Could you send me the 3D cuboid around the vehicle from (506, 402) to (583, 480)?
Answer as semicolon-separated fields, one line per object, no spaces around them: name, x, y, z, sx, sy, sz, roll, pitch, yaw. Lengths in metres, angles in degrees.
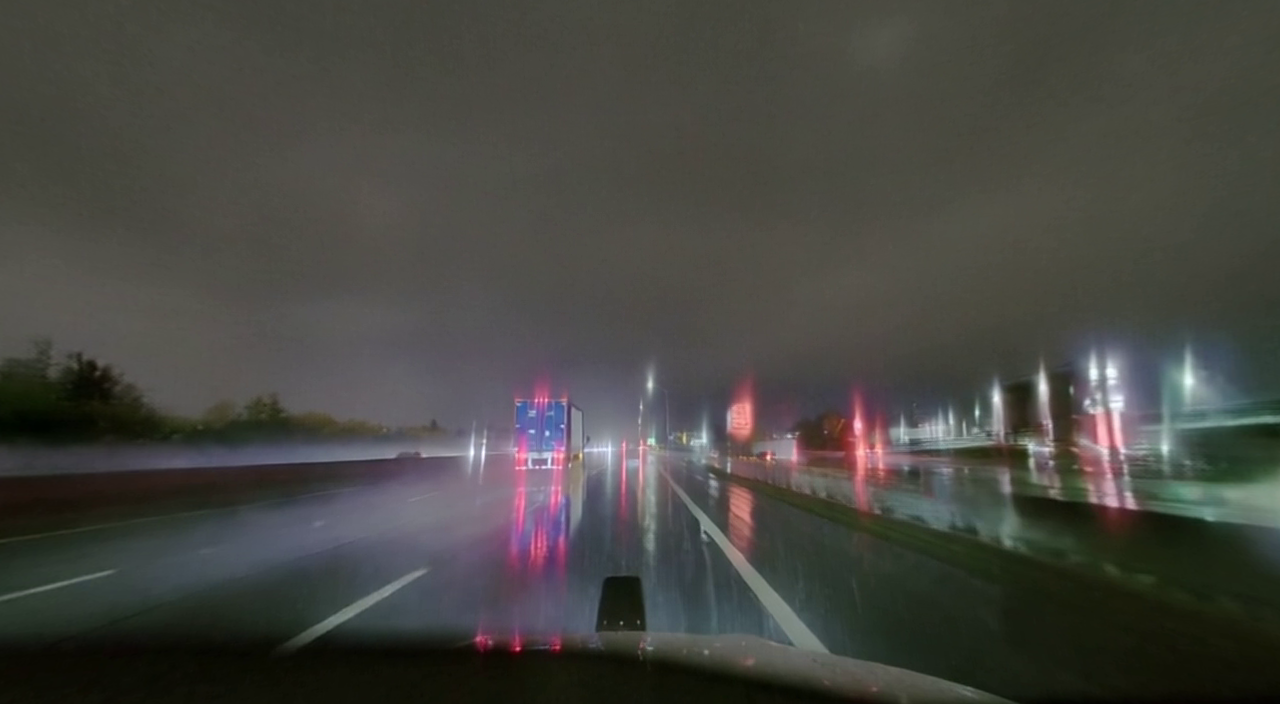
vehicle;-4.571;4.517;31.856;2.707;3.461;7.191;0;-9;0
